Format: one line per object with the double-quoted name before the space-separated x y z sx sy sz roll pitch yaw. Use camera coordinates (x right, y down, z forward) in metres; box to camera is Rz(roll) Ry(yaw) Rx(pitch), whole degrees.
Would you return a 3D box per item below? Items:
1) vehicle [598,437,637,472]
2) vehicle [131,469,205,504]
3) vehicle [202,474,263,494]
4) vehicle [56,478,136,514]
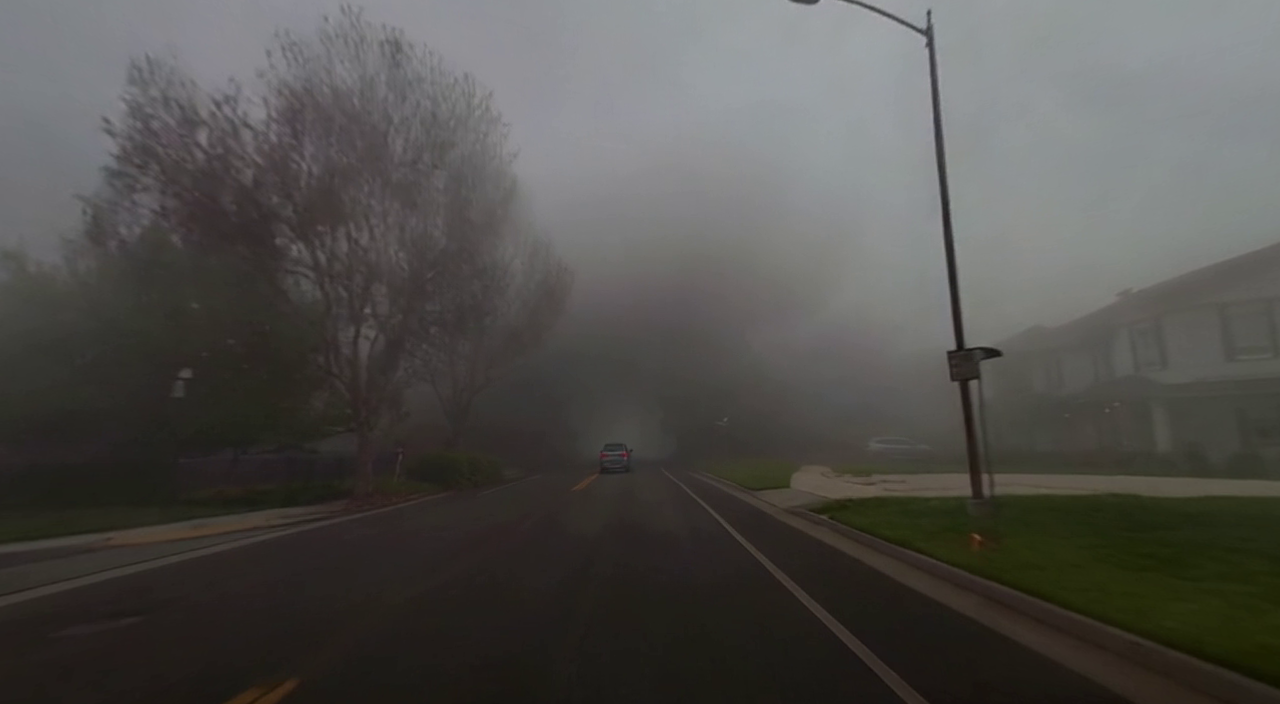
"vehicle" -1.320 6.287 38.981 2.210 2.023 4.663 0 -8 0
"vehicle" -31.497 8.956 42.222 3.633 1.696 1.754 -8 -9 -1
"vehicle" -30.930 10.009 47.958 3.502 1.310 1.729 -1 -8 5
"vehicle" -29.955 7.892 34.944 1.926 1.552 4.355 3 -9 -21
